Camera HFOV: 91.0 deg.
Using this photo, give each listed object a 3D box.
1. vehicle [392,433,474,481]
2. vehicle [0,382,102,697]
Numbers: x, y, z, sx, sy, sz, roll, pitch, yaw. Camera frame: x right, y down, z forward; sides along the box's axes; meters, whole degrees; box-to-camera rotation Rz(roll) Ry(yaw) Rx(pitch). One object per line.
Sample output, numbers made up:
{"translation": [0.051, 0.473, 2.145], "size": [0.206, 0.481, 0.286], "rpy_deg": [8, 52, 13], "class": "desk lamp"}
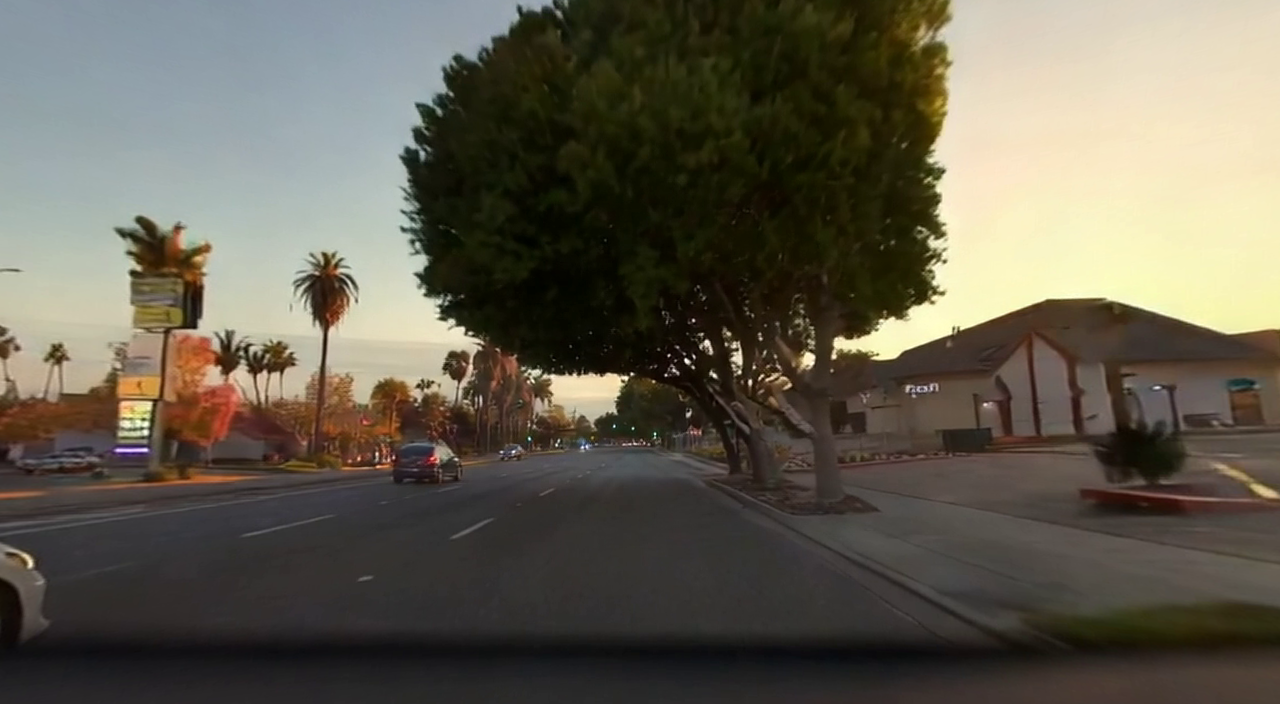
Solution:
{"translation": [-8.623, 4.399, 26.655], "size": [2.136, 1.844, 4.363], "rpy_deg": [1, -8, -3], "class": "vehicle"}
{"translation": [-4.415, 0.767, 1.799], "size": [2.041, 1.666, 4.182], "rpy_deg": [0, -8, -1], "class": "vehicle"}
